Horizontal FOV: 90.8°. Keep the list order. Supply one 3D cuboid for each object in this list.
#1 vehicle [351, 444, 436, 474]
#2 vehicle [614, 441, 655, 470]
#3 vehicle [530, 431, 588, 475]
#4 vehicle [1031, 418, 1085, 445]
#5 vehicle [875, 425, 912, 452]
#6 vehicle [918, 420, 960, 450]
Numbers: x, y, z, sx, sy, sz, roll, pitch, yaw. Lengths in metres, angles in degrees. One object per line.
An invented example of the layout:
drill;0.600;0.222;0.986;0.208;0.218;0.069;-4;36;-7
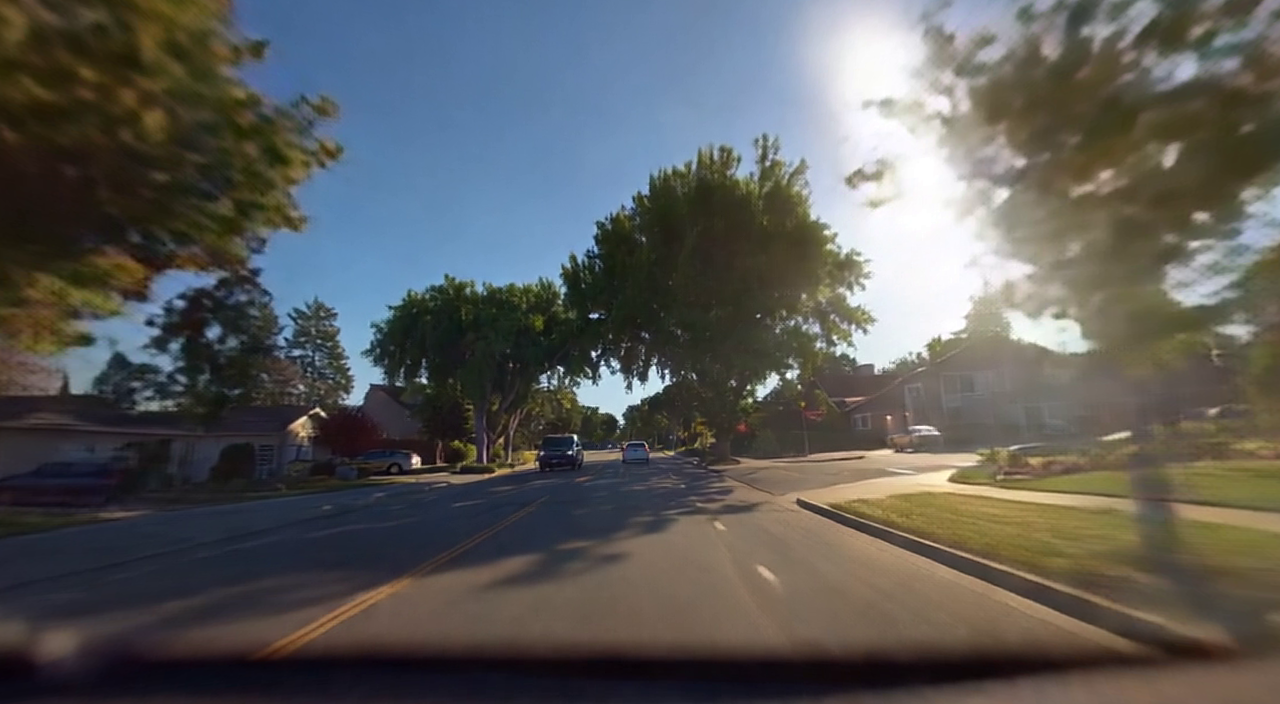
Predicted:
vehicle;-14.992;6.515;38.562;4.223;1.753;2.134;-1;-9;6
vehicle;-0.291;5.605;34.412;2.098;1.483;4.099;0;-9;-1
vehicle;-4.459;5.662;35.602;2.451;2.182;5.485;-2;-9;0
vehicle;25.327;4.780;38.388;1.603;1.430;3.662;-3;-6;15
vehicle;16.931;5.732;42.252;1.979;1.434;4.607;-7;-7;21
vehicle;19.542;5.373;41.442;2.114;1.677;4.707;-5;-6;22
